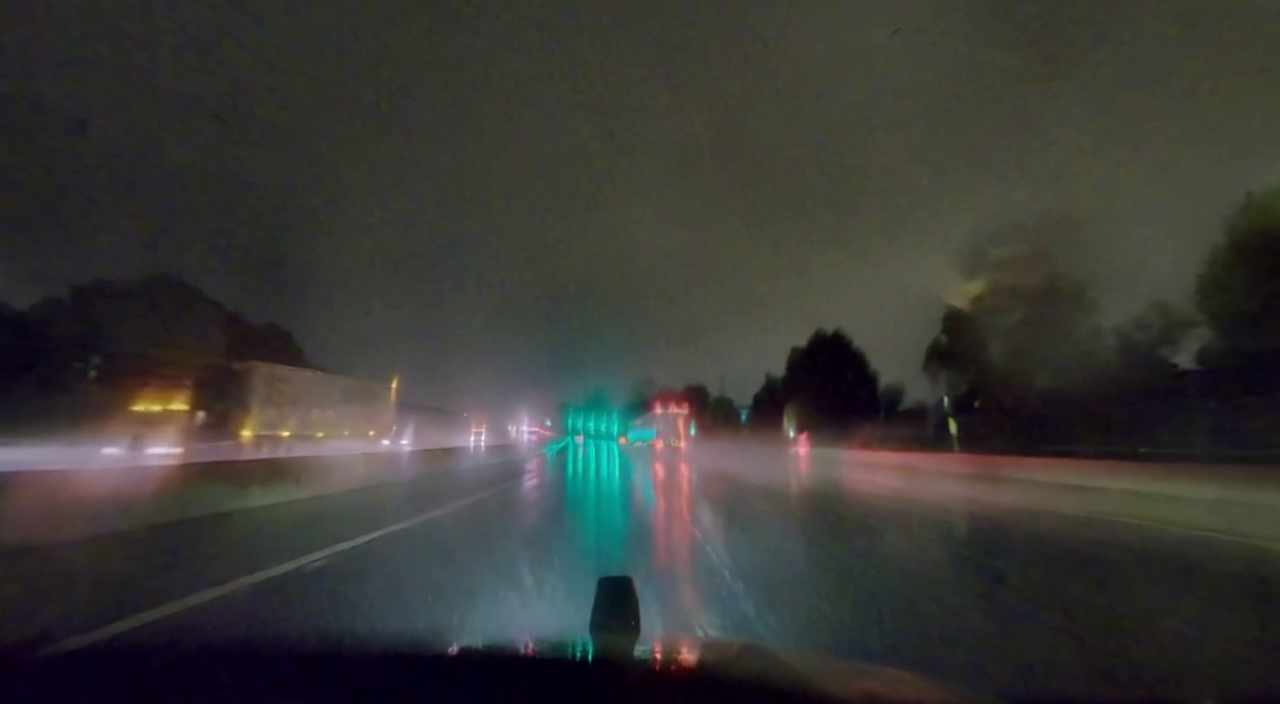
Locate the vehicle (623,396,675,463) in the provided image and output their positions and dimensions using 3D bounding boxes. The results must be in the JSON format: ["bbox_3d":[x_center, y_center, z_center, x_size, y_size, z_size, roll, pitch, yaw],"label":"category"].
[{"bbox_3d":[0.799,5.683,45.319,3.153,4.080,13.081,-1,-8,2],"label":"vehicle"}]

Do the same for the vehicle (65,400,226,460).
[{"bbox_3d":[-22.479,3.656,29.122,2.435,2.471,6.167,0,-8,-1],"label":"vehicle"}]

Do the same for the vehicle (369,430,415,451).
[{"bbox_3d":[-18.769,6.719,47.763,1.810,1.522,4.275,0,-8,-2],"label":"vehicle"}]
